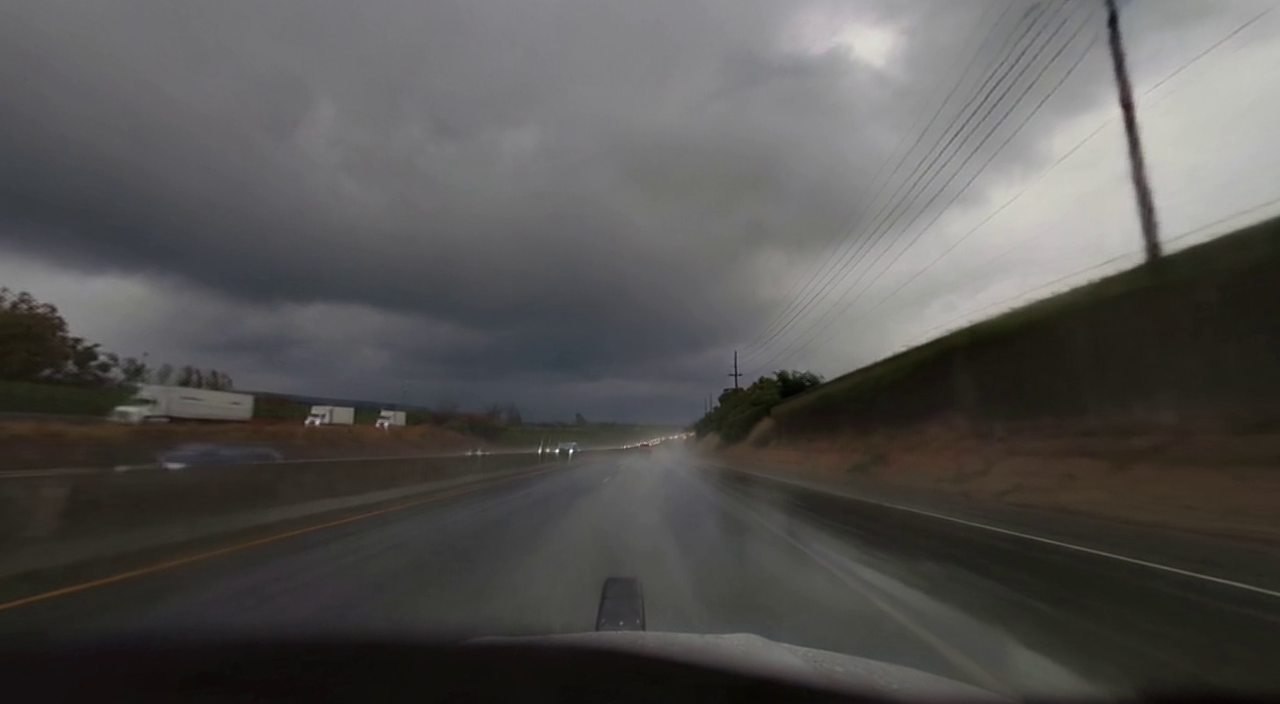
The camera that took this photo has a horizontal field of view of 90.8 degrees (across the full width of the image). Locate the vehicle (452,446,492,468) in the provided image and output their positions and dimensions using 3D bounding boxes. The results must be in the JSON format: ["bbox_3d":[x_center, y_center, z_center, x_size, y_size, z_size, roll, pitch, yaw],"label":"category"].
[{"bbox_3d":[-11.078,6.971,41.875,1.551,1.382,3.595,0,-10,2],"label":"vehicle"}]

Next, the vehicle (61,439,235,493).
[{"bbox_3d":[-14.750,3.425,19.303,1.822,1.434,4.298,0,-9,0],"label":"vehicle"}]
